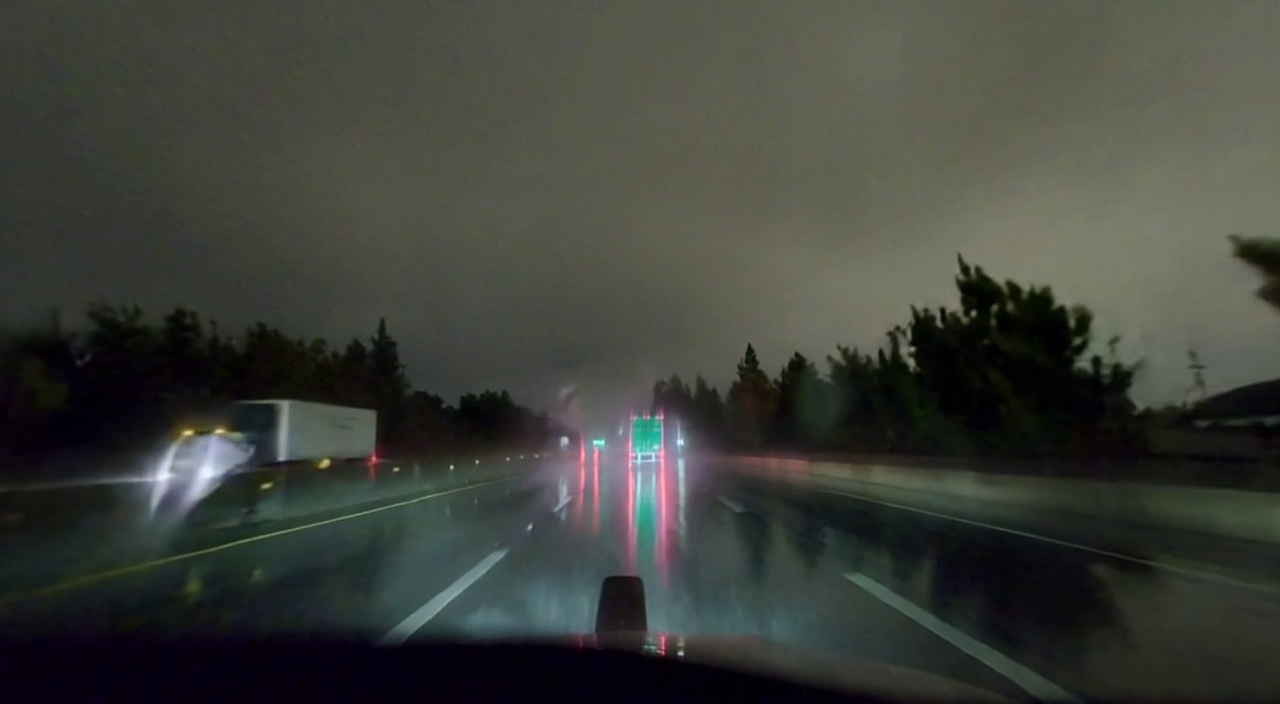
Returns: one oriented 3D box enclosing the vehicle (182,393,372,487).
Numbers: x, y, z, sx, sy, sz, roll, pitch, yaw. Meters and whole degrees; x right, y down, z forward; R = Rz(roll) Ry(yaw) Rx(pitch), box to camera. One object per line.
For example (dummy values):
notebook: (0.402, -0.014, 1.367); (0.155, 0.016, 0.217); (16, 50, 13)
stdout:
vehicle: (-16.706, 4.338, 30.510); (2.811, 3.701, 10.775); (0, -9, 0)

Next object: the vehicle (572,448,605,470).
vehicle: (-3.473, 7.295, 43.202); (1.955, 1.438, 4.100); (0, -9, 0)
